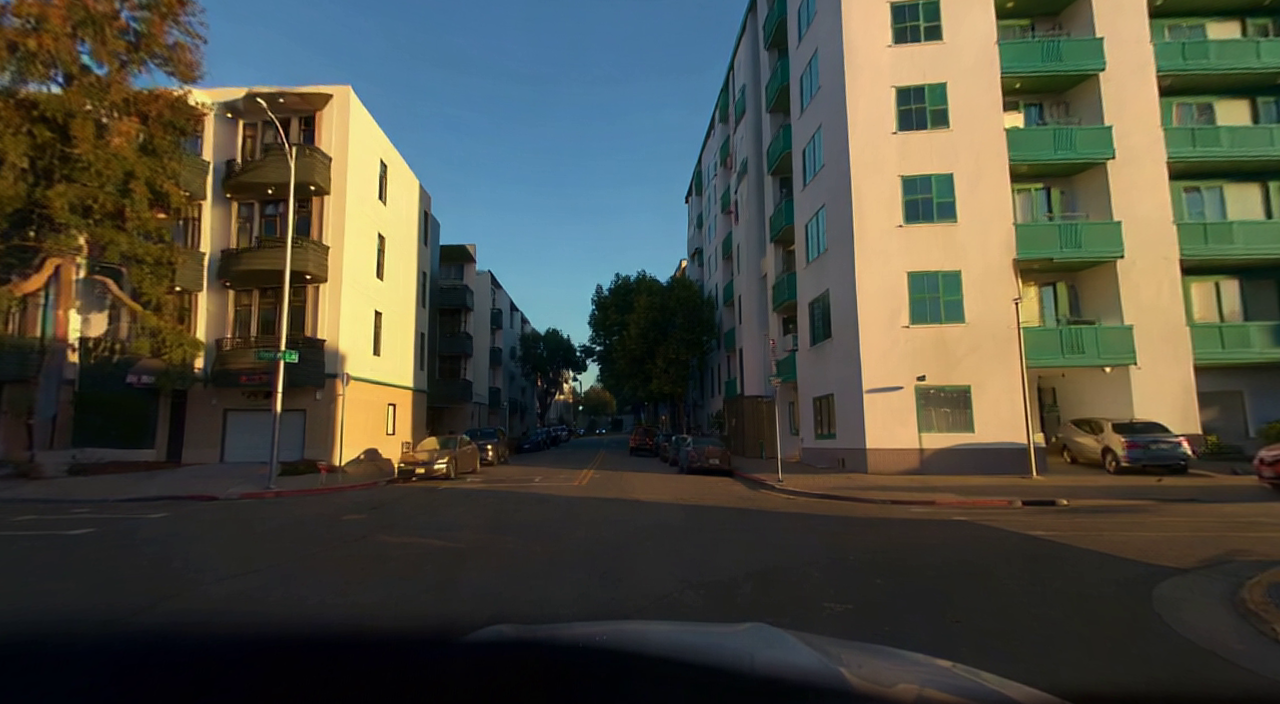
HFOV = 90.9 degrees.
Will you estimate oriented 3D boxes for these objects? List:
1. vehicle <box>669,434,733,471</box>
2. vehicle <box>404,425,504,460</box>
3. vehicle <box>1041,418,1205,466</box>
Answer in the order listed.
[{"bbox_3d":[2.506,4.311,27.134,2.290,1.456,4.503,0,-8,-1],"label":"vehicle"},{"bbox_3d":[-11.425,5.593,38.880,5.540,1.950,2.113,4,-12,-28],"label":"vehicle"},{"bbox_3d":[15.323,2.881,20.145,3.752,1.453,1.709,0,-9,2],"label":"vehicle"}]
